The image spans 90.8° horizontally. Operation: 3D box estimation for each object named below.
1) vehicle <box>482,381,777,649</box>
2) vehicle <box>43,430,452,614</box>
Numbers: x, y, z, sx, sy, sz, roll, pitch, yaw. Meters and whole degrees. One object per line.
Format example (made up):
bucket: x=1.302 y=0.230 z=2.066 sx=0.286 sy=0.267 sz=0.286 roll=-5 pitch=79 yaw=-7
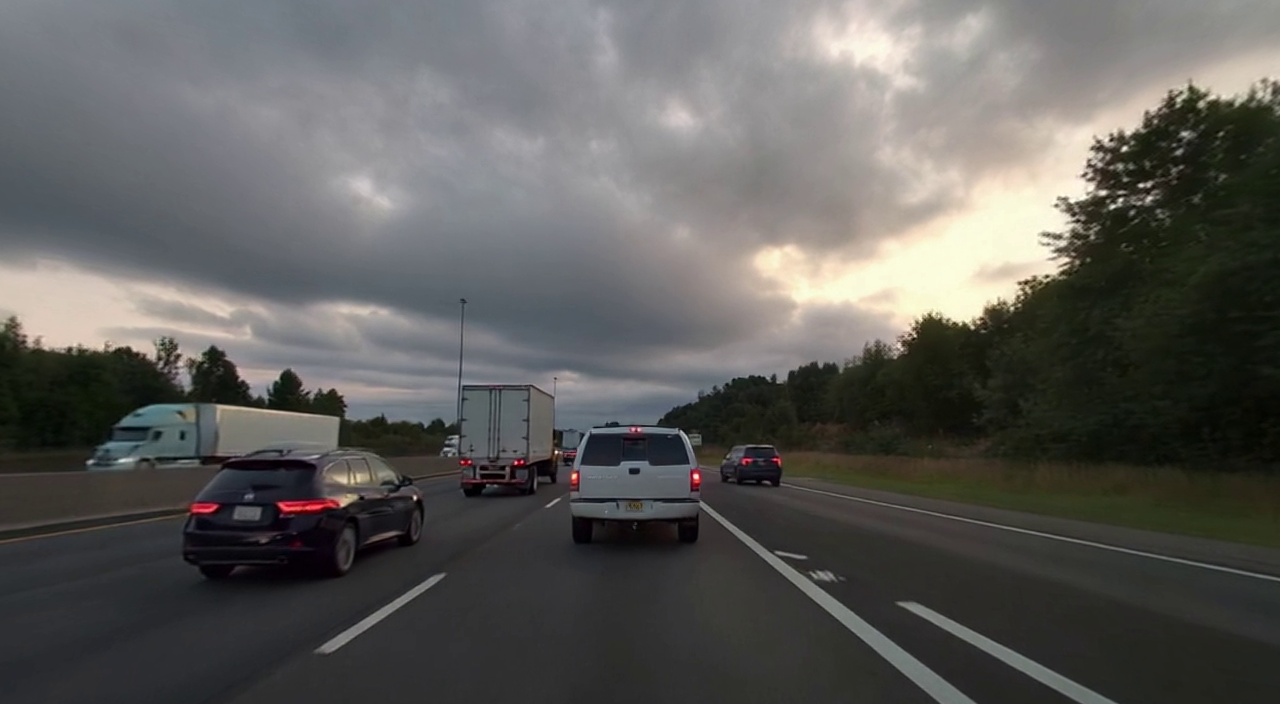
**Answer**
vehicle: x=-0.100 y=1.360 z=6.066 sx=1.995 sy=1.798 sz=3.380 roll=0 pitch=-9 yaw=-1
vehicle: x=-3.933 y=1.759 z=7.504 sx=1.986 sy=1.501 sz=4.407 roll=-1 pitch=-9 yaw=1
